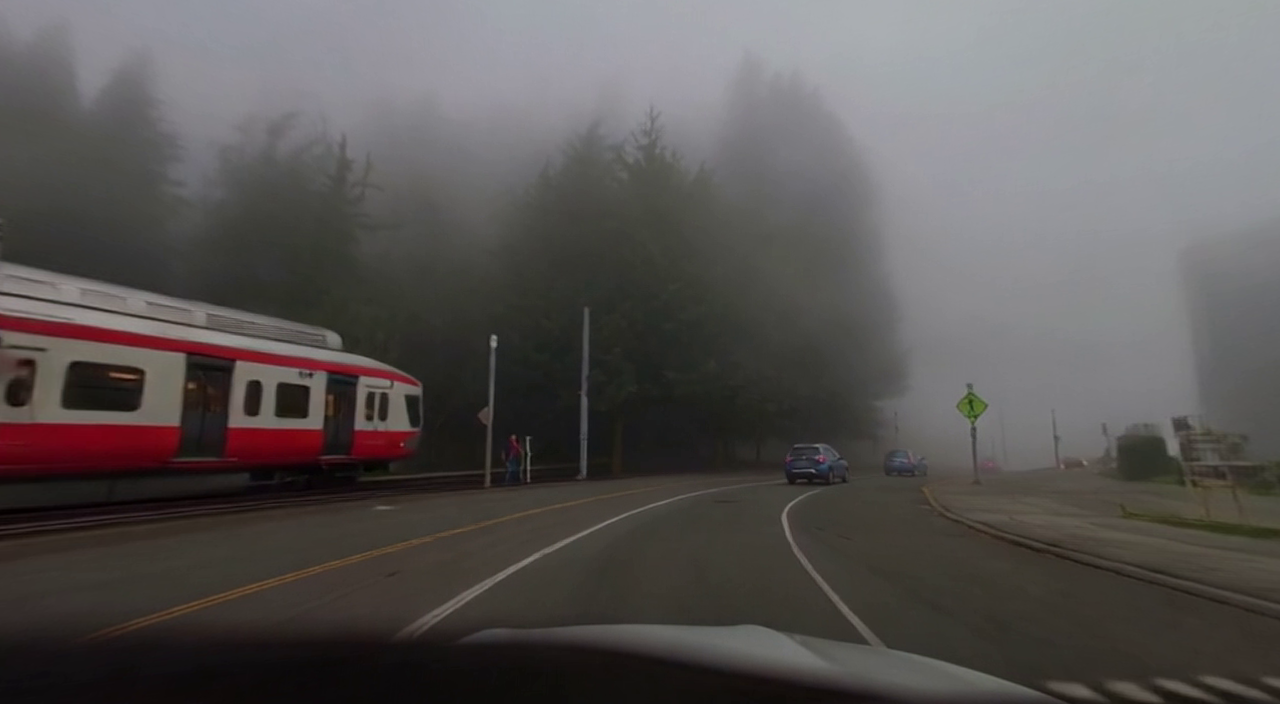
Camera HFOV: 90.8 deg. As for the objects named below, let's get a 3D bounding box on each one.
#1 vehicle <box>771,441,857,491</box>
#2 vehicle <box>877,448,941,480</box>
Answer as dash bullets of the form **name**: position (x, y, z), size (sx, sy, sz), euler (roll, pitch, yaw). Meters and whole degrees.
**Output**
- **vehicle**: position (7.049, 4.479, 25.268), size (2.263, 1.765, 4.237), euler (-5, -10, 29)
- **vehicle**: position (15.992, 6.571, 37.396), size (2.010, 1.725, 4.320), euler (-8, -11, 43)
